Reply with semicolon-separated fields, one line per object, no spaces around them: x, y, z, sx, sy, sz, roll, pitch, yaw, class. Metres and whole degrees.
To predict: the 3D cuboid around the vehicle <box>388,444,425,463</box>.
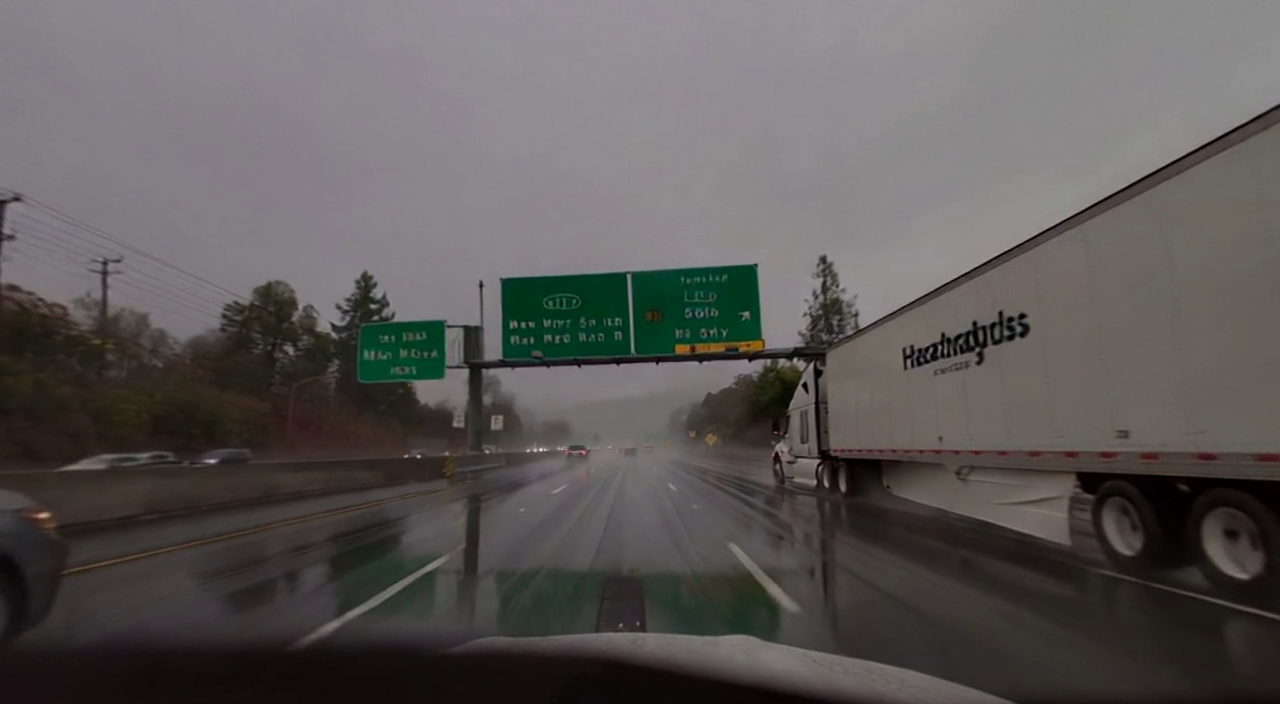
-18.020;7.847;48.949;1.554;1.383;3.328;0;-9;0;vehicle

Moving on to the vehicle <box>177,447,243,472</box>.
-25.656;6.418;37.843;1.550;1.378;3.425;0;-9;-1;vehicle

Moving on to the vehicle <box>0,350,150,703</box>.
-3.973;0.586;1.359;2.084;1.634;4.693;0;-9;-1;vehicle

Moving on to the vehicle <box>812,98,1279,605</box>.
6.745;0.838;10.845;2.919;4.195;15.833;0;-9;-1;vehicle

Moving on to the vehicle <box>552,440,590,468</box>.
-4.387;6.561;40.733;2.027;1.651;4.099;0;-9;0;vehicle
